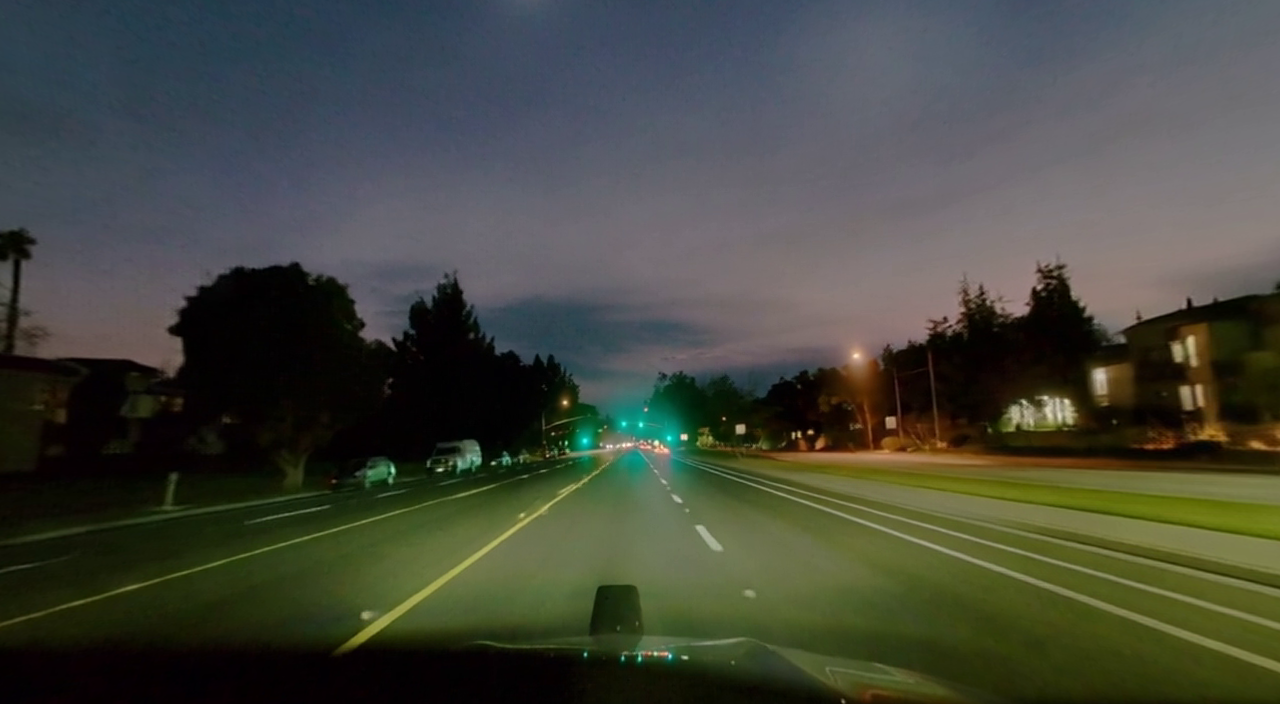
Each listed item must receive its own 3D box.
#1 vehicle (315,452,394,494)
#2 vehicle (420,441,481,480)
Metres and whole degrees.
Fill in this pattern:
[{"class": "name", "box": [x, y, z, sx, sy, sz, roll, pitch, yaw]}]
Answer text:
[{"class": "vehicle", "box": [-12.401, 5.234, 27.693, 1.762, 1.552, 3.901, -3, -8, -2]}, {"class": "vehicle", "box": [-12.407, 7.126, 41.763, 2.630, 2.286, 5.309, -2, -9, -3]}]
